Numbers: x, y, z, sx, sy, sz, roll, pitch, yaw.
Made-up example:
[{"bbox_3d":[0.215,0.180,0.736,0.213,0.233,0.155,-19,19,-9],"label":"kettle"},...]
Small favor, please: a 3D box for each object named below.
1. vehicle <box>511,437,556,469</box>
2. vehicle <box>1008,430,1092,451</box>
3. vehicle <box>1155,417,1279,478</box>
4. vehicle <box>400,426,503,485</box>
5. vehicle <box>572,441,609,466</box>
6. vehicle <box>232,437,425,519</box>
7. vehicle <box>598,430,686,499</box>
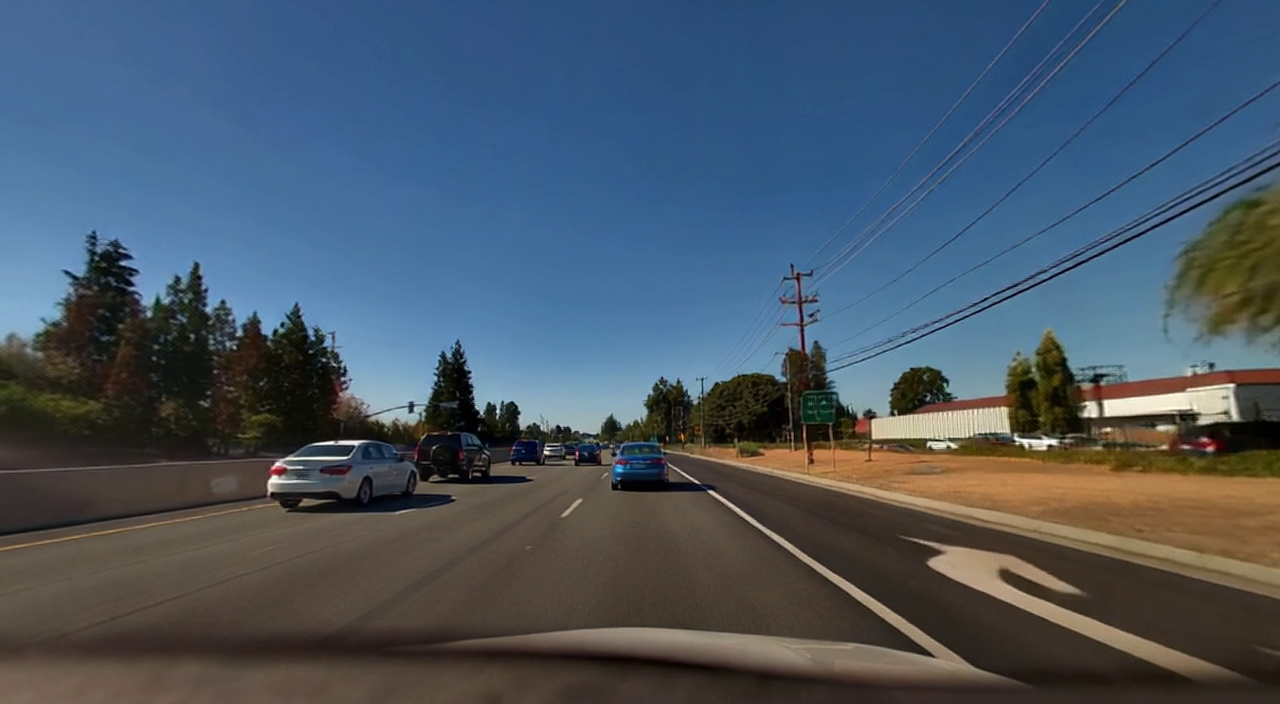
[{"bbox_3d":[-6.240,5.966,37.488,1.914,1.756,4.179,0,-8,0],"label":"vehicle"},{"bbox_3d":[29.728,6.455,45.923,4.674,1.485,1.874,-1,-8,6],"label":"vehicle"},{"bbox_3d":[17.526,2.634,17.518,4.659,1.572,2.019,0,-8,-1],"label":"vehicle"},{"bbox_3d":[-6.696,3.734,23.146,2.144,1.905,4.967,0,-8,1],"label":"vehicle"},{"bbox_3d":[-3.142,6.513,40.636,2.055,1.510,3.961,0,-8,0],"label":"vehicle"},{"bbox_3d":[-6.534,2.665,13.975,1.900,1.483,4.547,0,-8,1],"label":"vehicle"},{"bbox_3d":[0.023,3.057,17.551,2.140,1.653,4.108,0,-8,-1],"label":"vehicle"}]
